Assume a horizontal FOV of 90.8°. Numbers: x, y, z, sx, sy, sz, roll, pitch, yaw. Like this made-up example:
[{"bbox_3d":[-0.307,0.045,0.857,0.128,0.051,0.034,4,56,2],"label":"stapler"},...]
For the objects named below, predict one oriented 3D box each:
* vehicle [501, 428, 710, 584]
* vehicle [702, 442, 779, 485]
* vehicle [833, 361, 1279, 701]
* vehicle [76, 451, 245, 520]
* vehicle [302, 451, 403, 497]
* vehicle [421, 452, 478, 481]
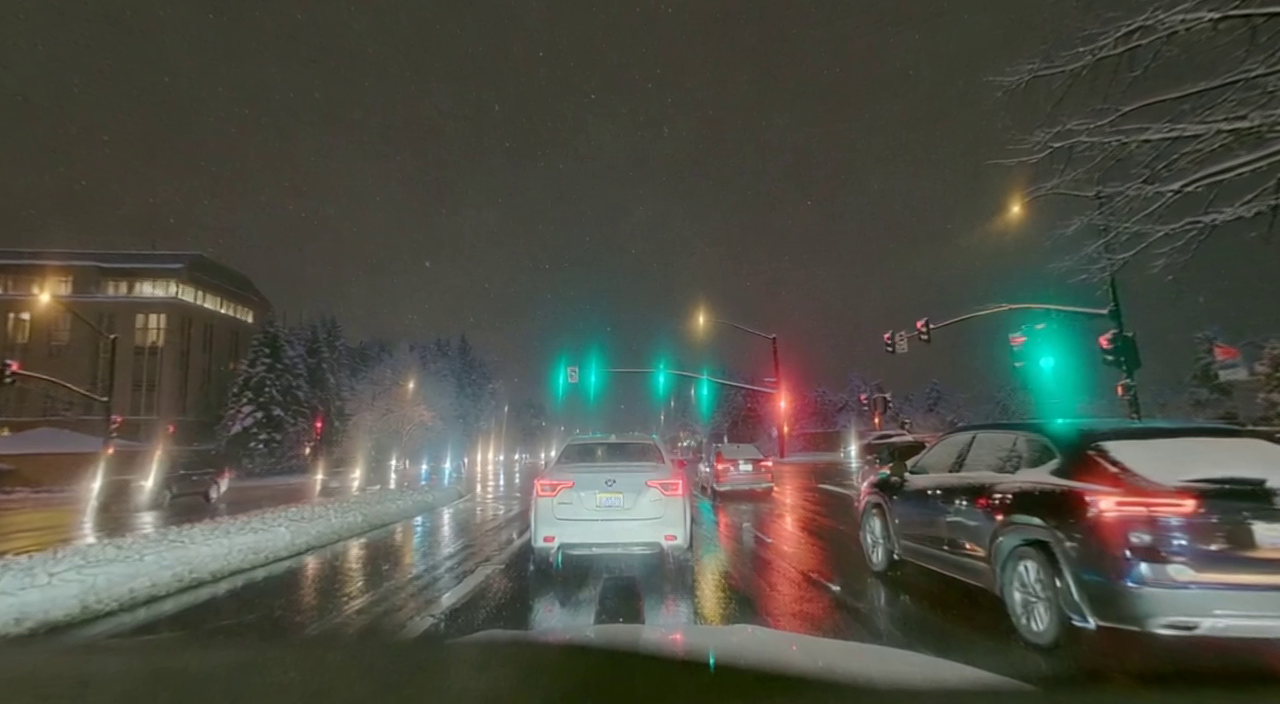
[{"bbox_3d":[-0.337,1.795,8.195,2.034,1.500,3.966,0,-8,0],"label":"vehicle"},{"bbox_3d":[3.658,4.159,23.876,2.123,1.455,4.318,0,-8,-1],"label":"vehicle"},{"bbox_3d":[3.540,1.261,5.661,2.107,1.773,4.557,0,-8,-1],"label":"vehicle"},{"bbox_3d":[-15.000,4.128,20.147,1.974,1.894,4.244,0,-8,1],"label":"vehicle"},{"bbox_3d":[-11.503,4.873,25.634,1.903,1.627,4.308,-1,-8,2],"label":"vehicle"},{"bbox_3d":[-11.361,6.851,37.959,1.992,1.562,4.361,0,-8,1],"label":"vehicle"}]
